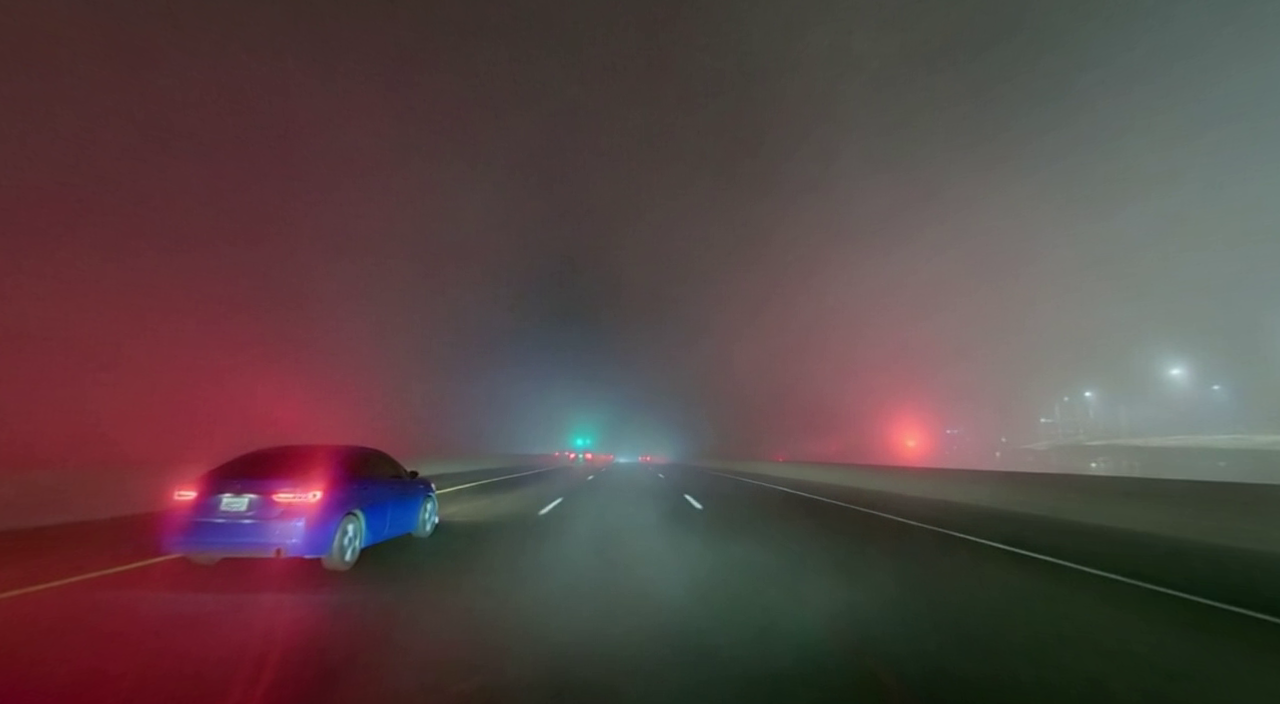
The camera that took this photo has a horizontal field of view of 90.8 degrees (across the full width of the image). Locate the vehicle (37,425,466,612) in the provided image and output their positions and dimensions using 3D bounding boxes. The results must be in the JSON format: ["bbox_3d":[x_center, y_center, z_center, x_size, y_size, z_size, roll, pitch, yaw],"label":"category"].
[{"bbox_3d":[-3.744,1.683,7.360,2.114,1.480,4.473,0,-9,0],"label":"vehicle"}]

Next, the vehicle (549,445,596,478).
[{"bbox_3d":[-3.595,5.948,34.573,2.075,1.702,4.257,0,-9,0],"label":"vehicle"}]
